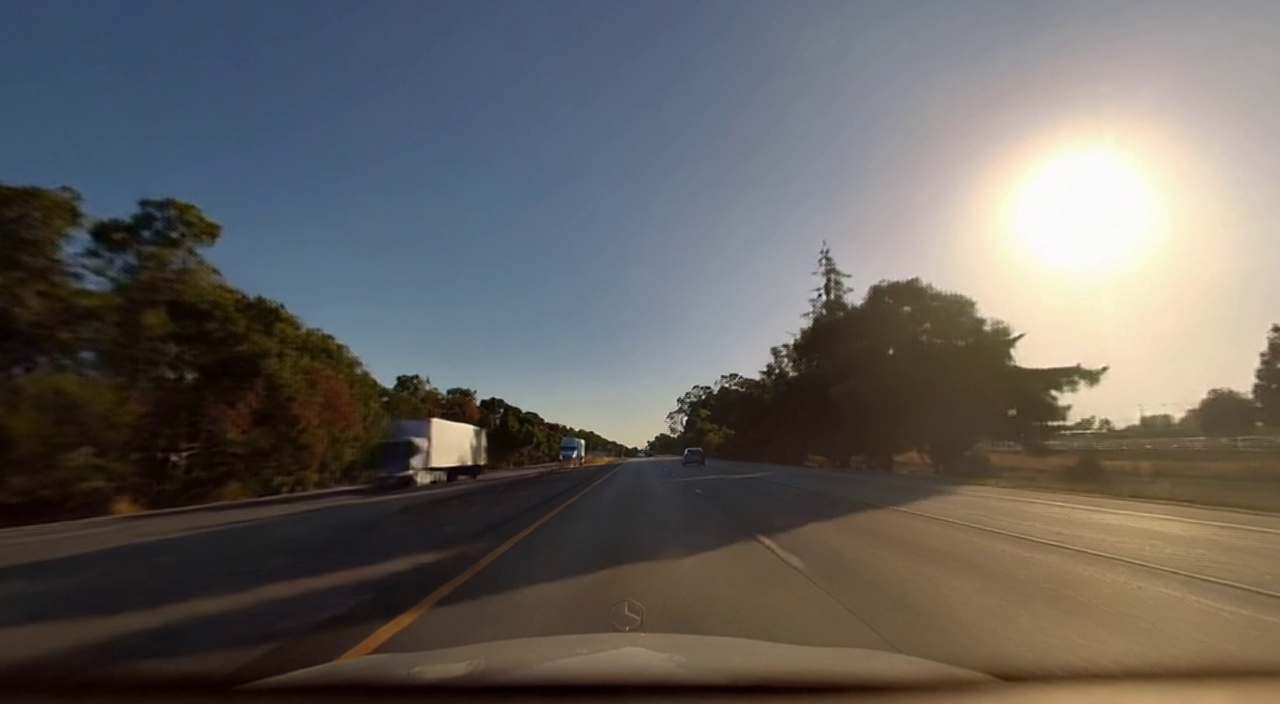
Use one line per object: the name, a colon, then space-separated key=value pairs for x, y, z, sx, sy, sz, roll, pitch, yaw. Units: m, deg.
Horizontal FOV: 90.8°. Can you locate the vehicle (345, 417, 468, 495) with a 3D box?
vehicle: x=-12.242 y=5.610 z=34.332 sx=2.922 sy=3.619 sz=9.476 roll=0 pitch=-9 yaw=1

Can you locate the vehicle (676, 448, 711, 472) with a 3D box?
vehicle: x=3.712 y=7.605 z=44.528 sx=2.013 sy=1.584 sz=3.995 roll=0 pitch=-9 yaw=-1
